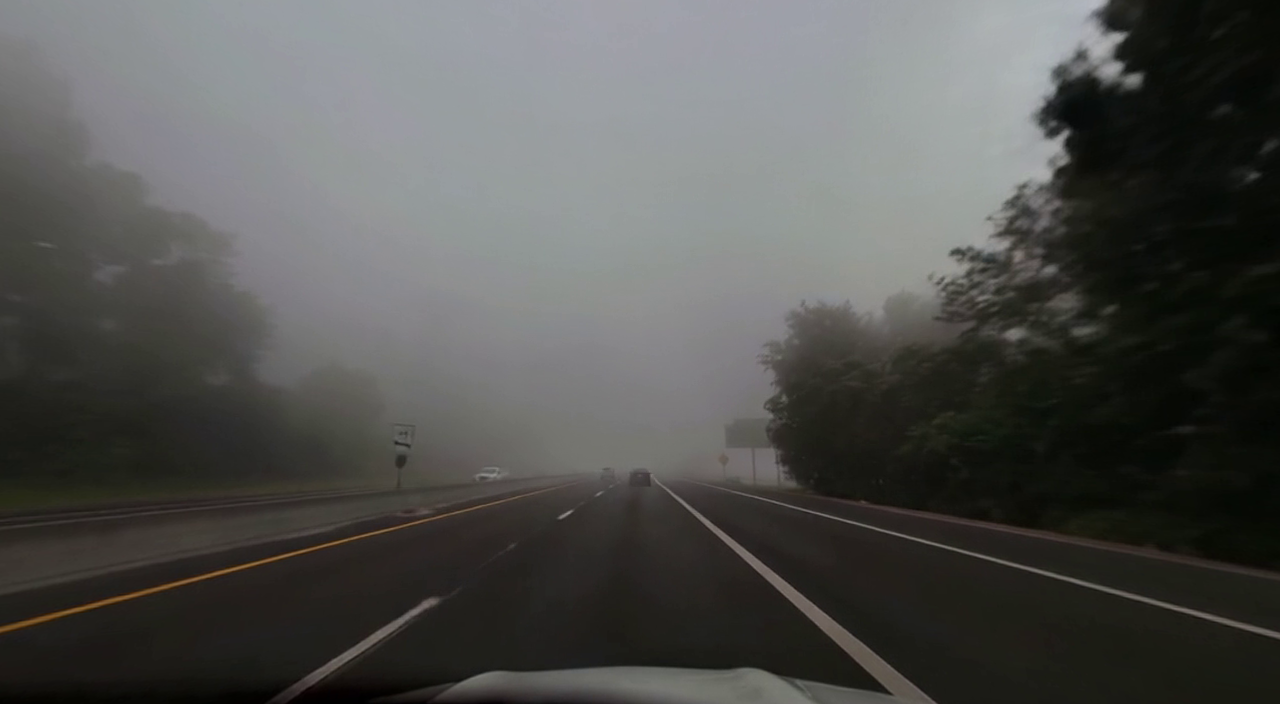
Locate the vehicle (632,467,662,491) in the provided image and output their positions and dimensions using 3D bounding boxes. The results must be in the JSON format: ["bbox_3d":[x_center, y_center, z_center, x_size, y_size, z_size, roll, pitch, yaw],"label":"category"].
[{"bbox_3d":[0.462,8.930,44.505,2.016,1.530,4.009,1,-11,0],"label":"vehicle"}]
